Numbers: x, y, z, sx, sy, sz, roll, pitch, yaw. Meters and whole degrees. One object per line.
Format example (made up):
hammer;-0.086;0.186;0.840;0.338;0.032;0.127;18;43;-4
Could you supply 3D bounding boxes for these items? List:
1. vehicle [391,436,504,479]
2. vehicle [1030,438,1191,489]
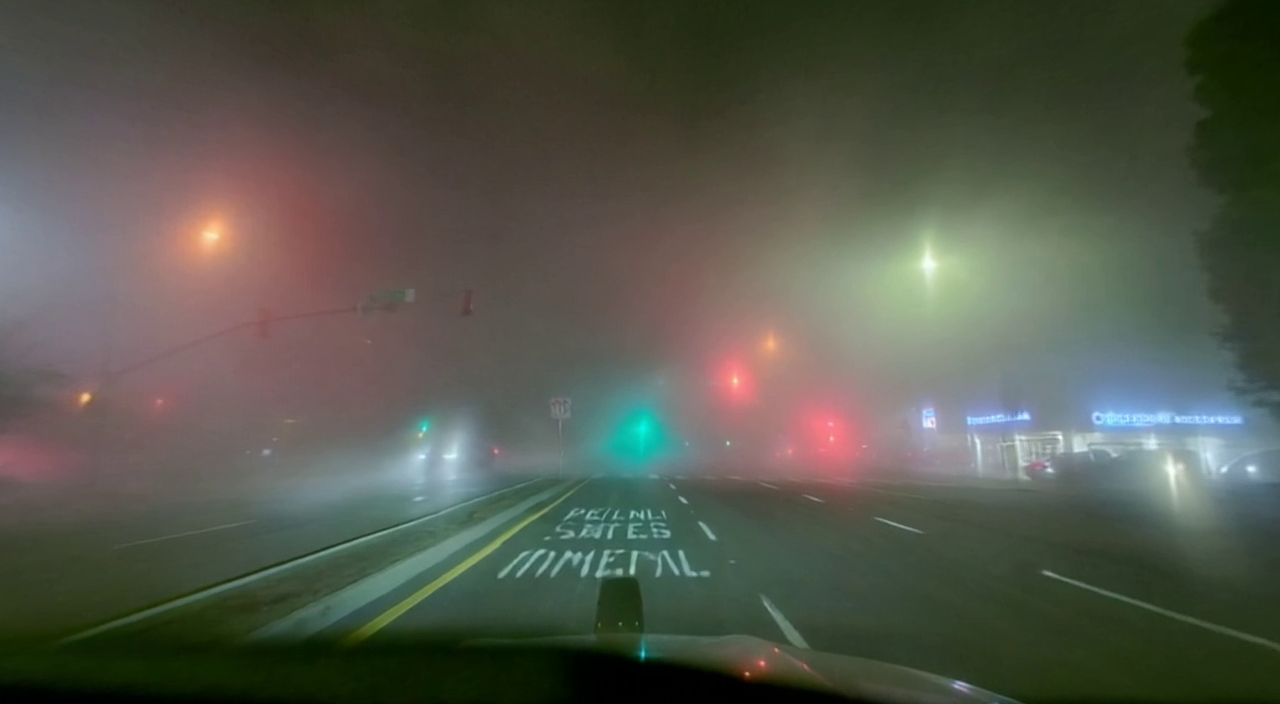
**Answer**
vehicle;-8.388;4.570;27.529;4.408;1.728;2.010;4;-9;-24
vehicle;22.382;5.290;30.404;2.195;2.201;5.616;5;-10;-28
